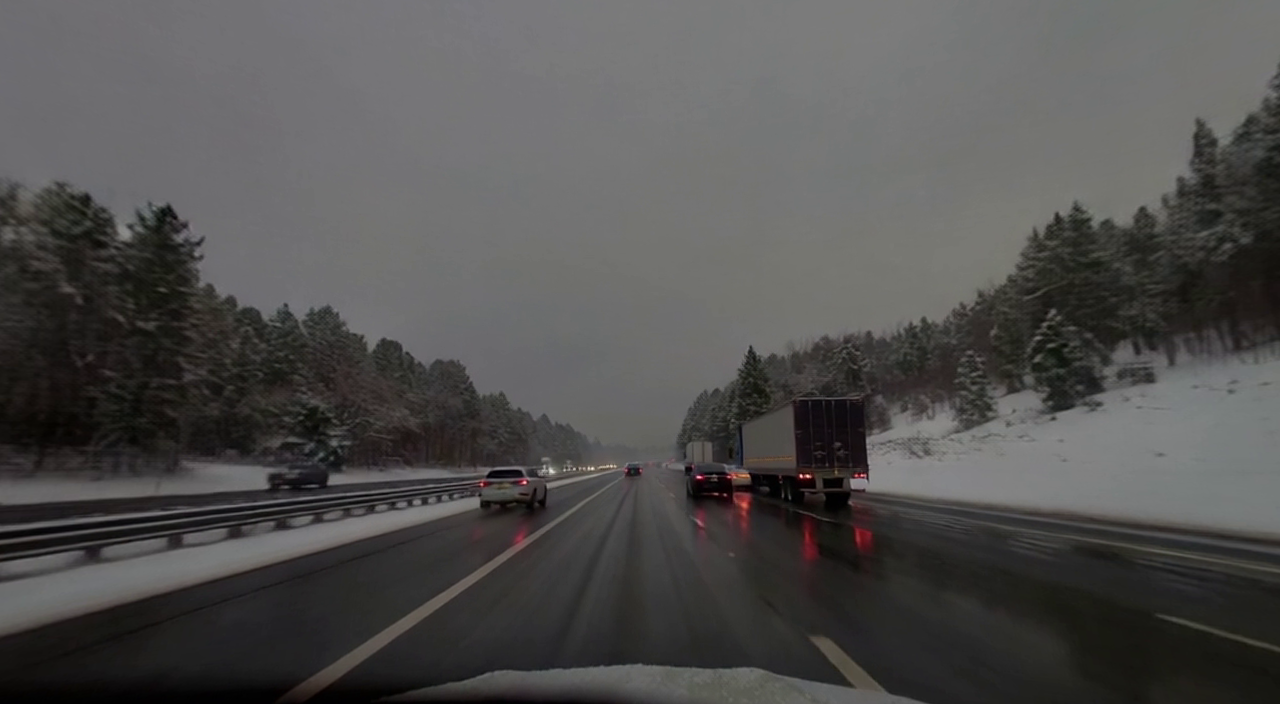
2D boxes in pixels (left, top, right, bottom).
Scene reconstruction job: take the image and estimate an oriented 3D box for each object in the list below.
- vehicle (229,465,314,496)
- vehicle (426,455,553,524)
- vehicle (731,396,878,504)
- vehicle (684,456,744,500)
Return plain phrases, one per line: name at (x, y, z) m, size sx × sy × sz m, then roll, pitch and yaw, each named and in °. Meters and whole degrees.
vehicle at (-18.684, 6.521, 32.101) m, size 1.820 × 1.466 × 4.099 m, roll 1°, pitch -10°, yaw 0°
vehicle at (-3.728, 3.531, 16.556) m, size 2.065 × 1.485 × 4.682 m, roll 1°, pitch -10°, yaw 1°
vehicle at (7.567, 5.325, 32.898) m, size 2.861 × 4.086 × 17.499 m, roll 1°, pitch -10°, yaw -1°
vehicle at (3.186, 5.561, 27.936) m, size 2.050 × 1.708 × 4.457 m, roll 1°, pitch -10°, yaw -1°
